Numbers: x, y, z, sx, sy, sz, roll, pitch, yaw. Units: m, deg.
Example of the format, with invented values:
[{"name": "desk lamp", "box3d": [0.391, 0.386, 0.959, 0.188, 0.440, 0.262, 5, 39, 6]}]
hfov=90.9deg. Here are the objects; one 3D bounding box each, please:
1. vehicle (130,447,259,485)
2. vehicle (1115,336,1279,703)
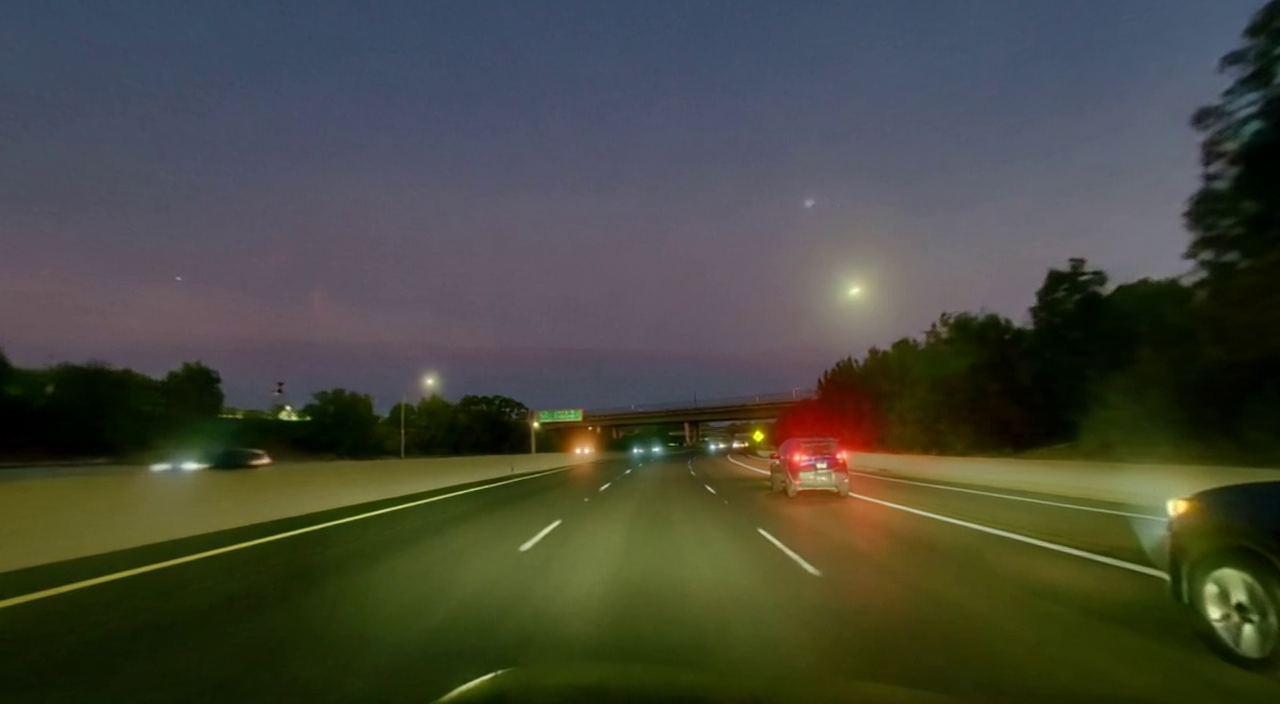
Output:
[{"name": "vehicle", "box3d": [-22.462, 5.737, 32.126, 2.068, 1.718, 5.389, -2, -9, 9]}, {"name": "vehicle", "box3d": [3.895, 0.593, 1.474, 2.019, 1.732, 4.579, 0, -8, 1]}]
